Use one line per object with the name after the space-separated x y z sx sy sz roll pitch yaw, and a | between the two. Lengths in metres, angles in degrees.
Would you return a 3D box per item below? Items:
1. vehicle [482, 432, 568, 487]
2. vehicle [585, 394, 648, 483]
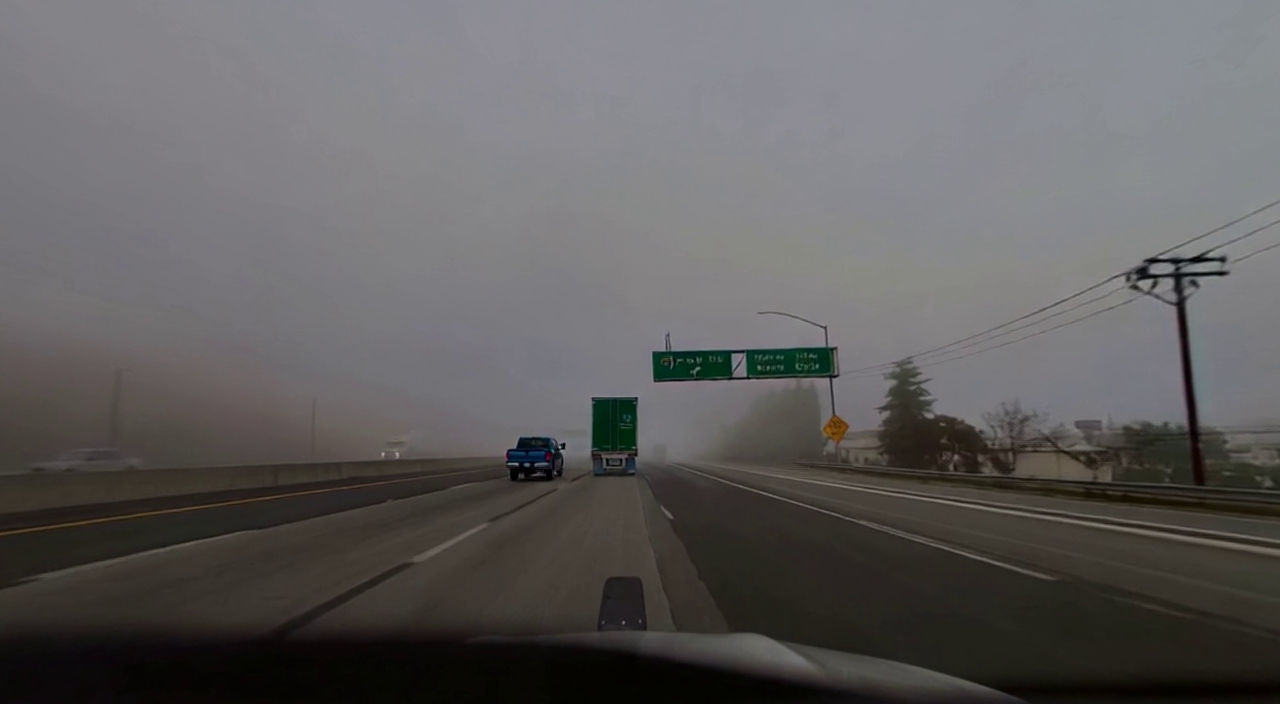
-4.930 4.754 28.300 2.749 2.141 6.515 0 -8 -1 | vehicle
-1.253 4.921 35.517 2.879 4.085 13.125 0 -8 -1 | vehicle
